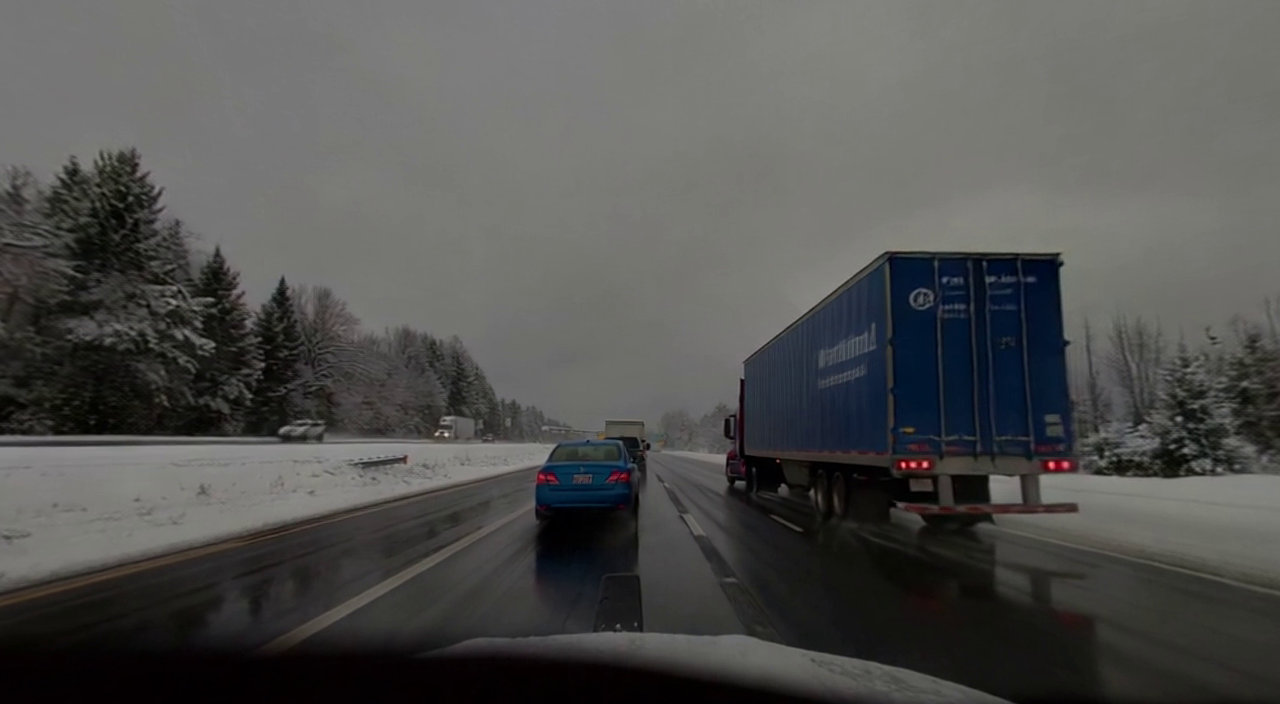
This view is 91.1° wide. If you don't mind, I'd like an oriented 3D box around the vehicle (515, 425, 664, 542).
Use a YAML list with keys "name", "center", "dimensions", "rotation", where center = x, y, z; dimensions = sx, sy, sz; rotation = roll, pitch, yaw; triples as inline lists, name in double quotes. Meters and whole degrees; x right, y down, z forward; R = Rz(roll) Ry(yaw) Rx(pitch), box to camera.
- name: "vehicle"
  center: [-0.695, 2.099, 10.557]
  dimensions: [2.038, 1.582, 3.729]
  rotation: [0, -9, 0]

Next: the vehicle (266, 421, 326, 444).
- name: "vehicle"
  center: [-23.795, 5.621, 43.612]
  dimensions: [1.896, 1.456, 4.407]
  rotation: [0, -9, -4]

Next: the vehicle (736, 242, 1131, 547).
- name: "vehicle"
  center: [4.865, 1.558, 15.302]
  dimensions: [2.825, 4.043, 14.051]
  rotation: [0, -9, 0]
